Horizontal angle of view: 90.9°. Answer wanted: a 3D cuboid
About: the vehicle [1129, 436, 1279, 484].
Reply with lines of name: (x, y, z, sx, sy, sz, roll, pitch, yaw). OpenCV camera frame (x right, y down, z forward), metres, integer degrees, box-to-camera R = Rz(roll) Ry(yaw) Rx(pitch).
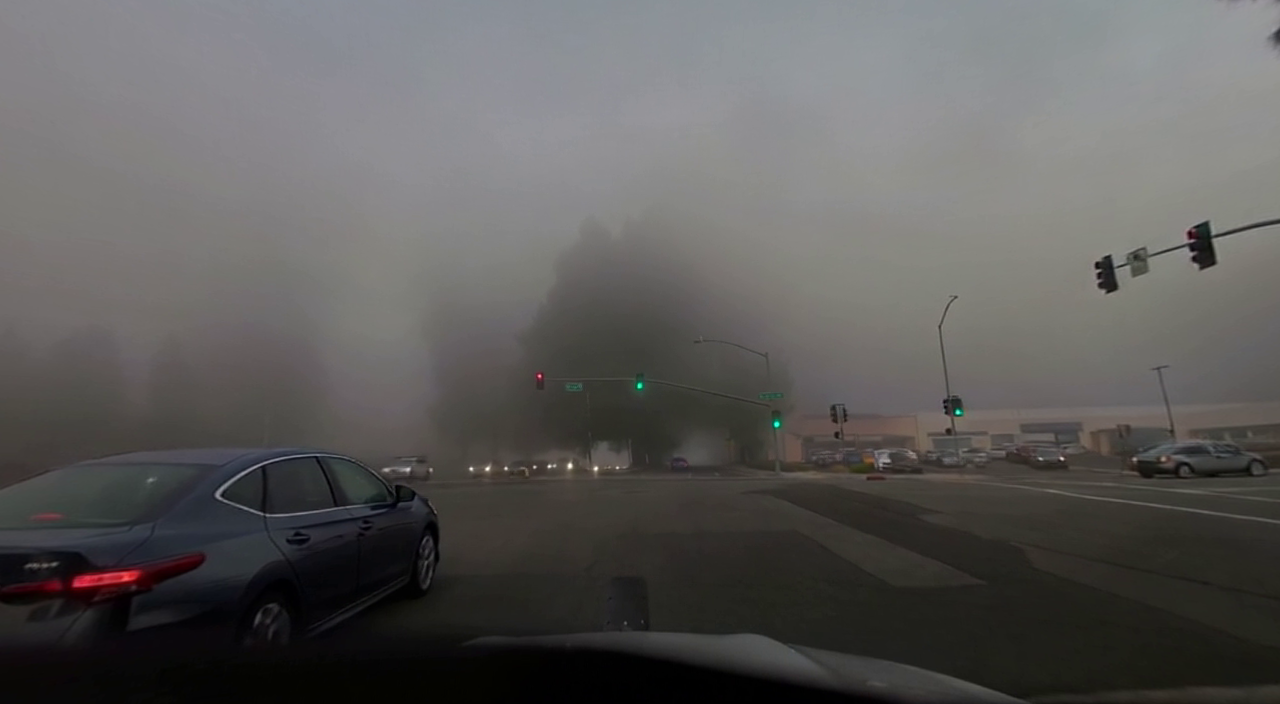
vehicle: (19.439, 3.596, 21.097, 4.552, 1.492, 2.002, 1, -9, -5)

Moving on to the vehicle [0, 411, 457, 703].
vehicle: (-2.847, 1.217, 3.848, 1.924, 1.482, 4.734, 0, -8, 1)

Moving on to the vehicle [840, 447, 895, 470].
vehicle: (17.171, 7.983, 47.352, 2.060, 1.445, 4.712, -9, -11, 43)

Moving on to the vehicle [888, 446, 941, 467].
vehicle: (19.581, 7.392, 44.833, 1.945, 1.434, 4.293, -8, -12, 44)

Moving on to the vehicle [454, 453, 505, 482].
vehicle: (-10.496, 7.545, 41.582, 1.905, 1.724, 4.449, -1, -8, 4)

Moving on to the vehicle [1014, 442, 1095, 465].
vehicle: (30.335, 7.415, 46.169, 4.678, 1.558, 1.883, 1, -9, -5)

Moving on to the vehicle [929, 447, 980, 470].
vehicle: (21.619, 7.257, 43.189, 1.930, 1.410, 4.313, -8, -11, 42)
